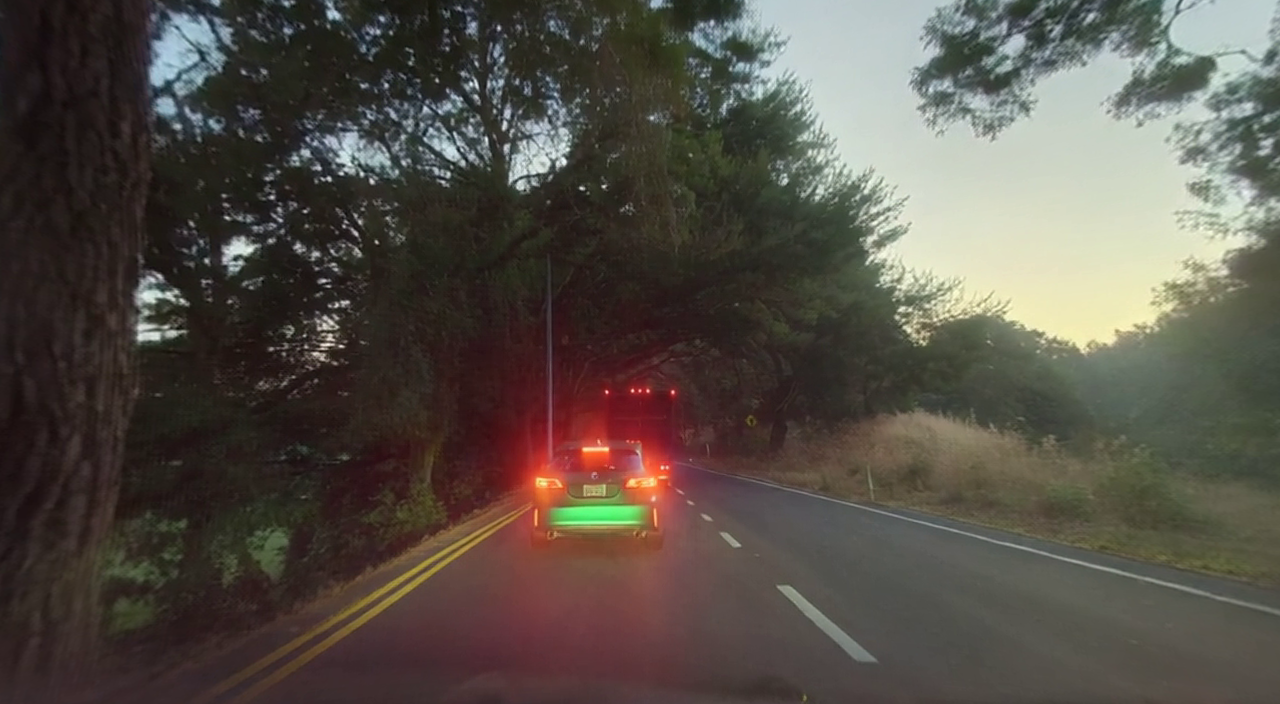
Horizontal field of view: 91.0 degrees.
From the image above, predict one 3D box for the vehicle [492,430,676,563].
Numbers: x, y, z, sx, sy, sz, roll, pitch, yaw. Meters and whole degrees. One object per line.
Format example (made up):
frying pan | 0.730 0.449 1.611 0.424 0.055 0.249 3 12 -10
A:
vehicle | -0.620 1.943 9.211 2.076 1.490 4.078 0 -9 0
